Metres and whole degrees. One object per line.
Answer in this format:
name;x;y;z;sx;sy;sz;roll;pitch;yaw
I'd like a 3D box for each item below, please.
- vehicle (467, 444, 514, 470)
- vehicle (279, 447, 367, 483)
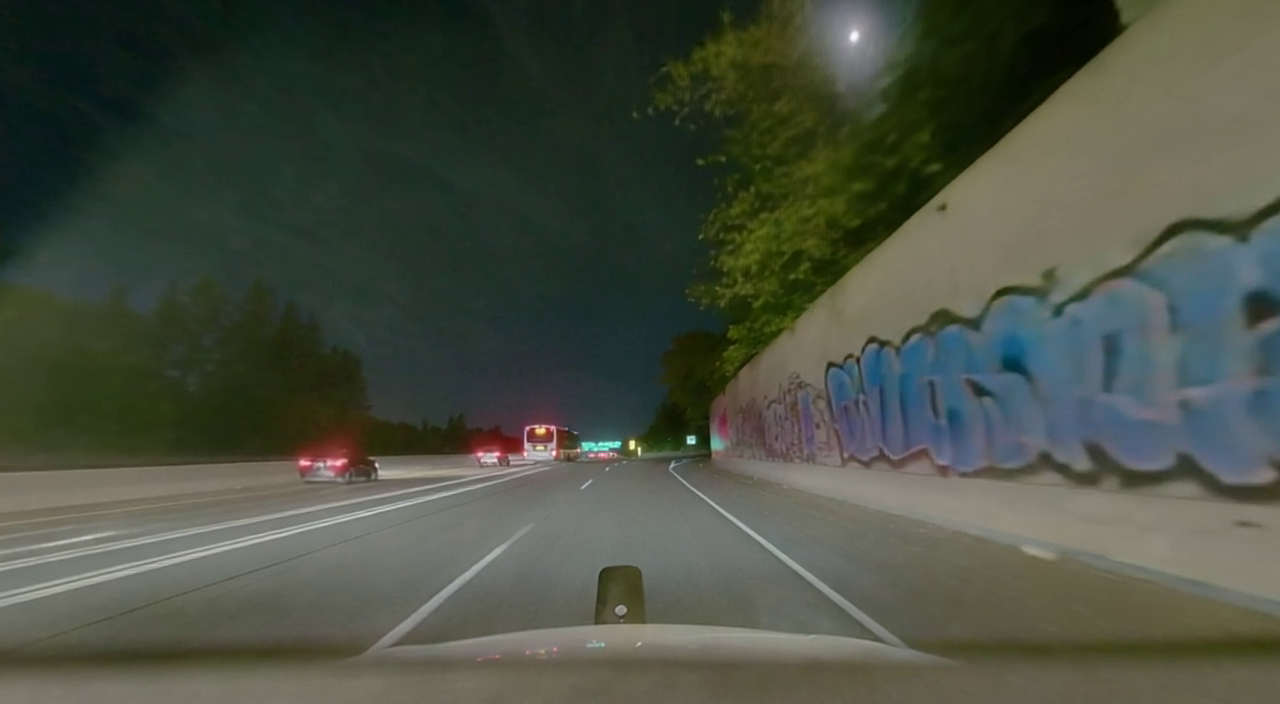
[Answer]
vehicle;-9.873;6.958;42.061;1.979;1.600;4.516;0;-9;1
vehicle;-14.027;5.003;28.180;1.878;1.470;3.825;0;-9;0
